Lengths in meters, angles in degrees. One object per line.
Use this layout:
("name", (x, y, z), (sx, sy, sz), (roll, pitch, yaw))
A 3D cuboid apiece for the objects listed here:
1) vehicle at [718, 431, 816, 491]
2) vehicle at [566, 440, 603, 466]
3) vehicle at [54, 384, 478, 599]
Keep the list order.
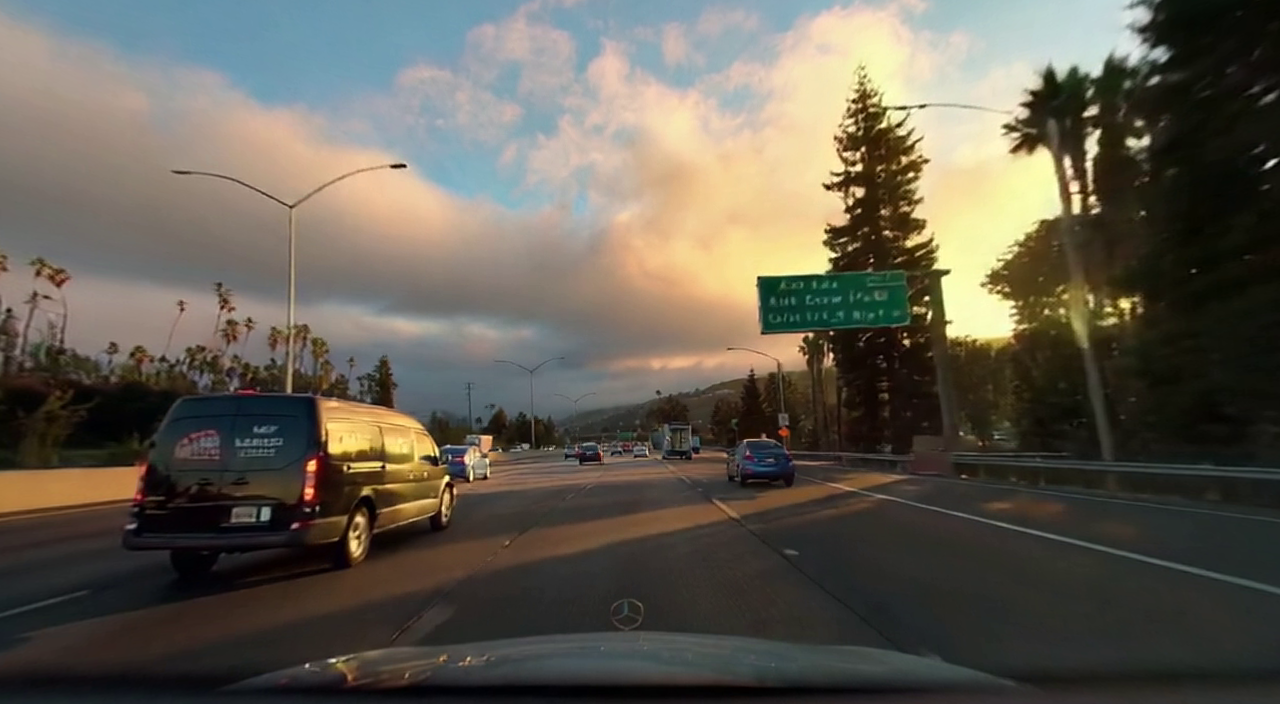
("vehicle", (3.876, 3.434, 20.117), (2.124, 1.674, 4.494), (0, -9, -1))
("vehicle", (-3.671, 6.775, 42.322), (2.017, 1.683, 4.094), (0, -9, 1))
("vehicle", (-3.953, 1.613, 8.234), (2.215, 1.859, 5.375), (0, -9, 0))
